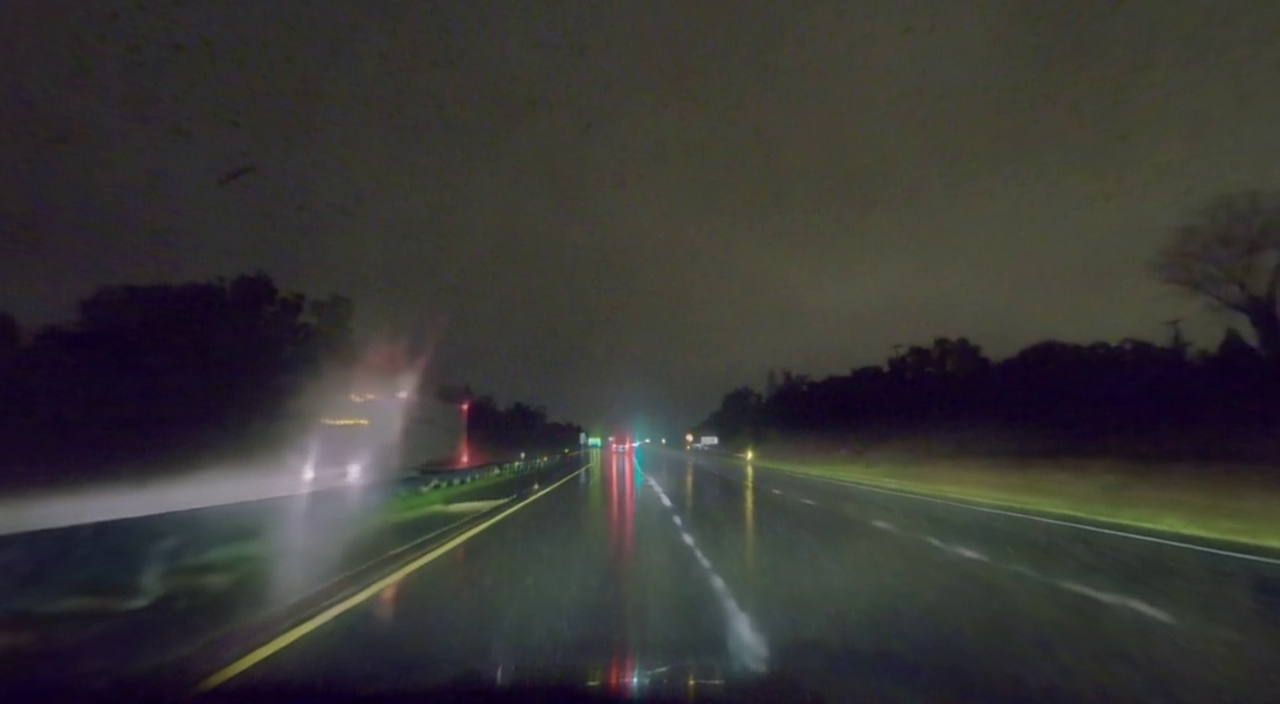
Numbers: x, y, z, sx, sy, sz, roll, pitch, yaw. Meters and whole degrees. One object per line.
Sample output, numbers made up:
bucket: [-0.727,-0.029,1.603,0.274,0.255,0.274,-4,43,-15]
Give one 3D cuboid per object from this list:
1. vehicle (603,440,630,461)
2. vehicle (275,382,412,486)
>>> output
vehicle: [-1.752,7.506,48.131,2.009,1.554,4.013,0,-8,-1]
vehicle: [-12.458,3.554,27.181,2.992,3.963,6.037,0,-8,-2]
